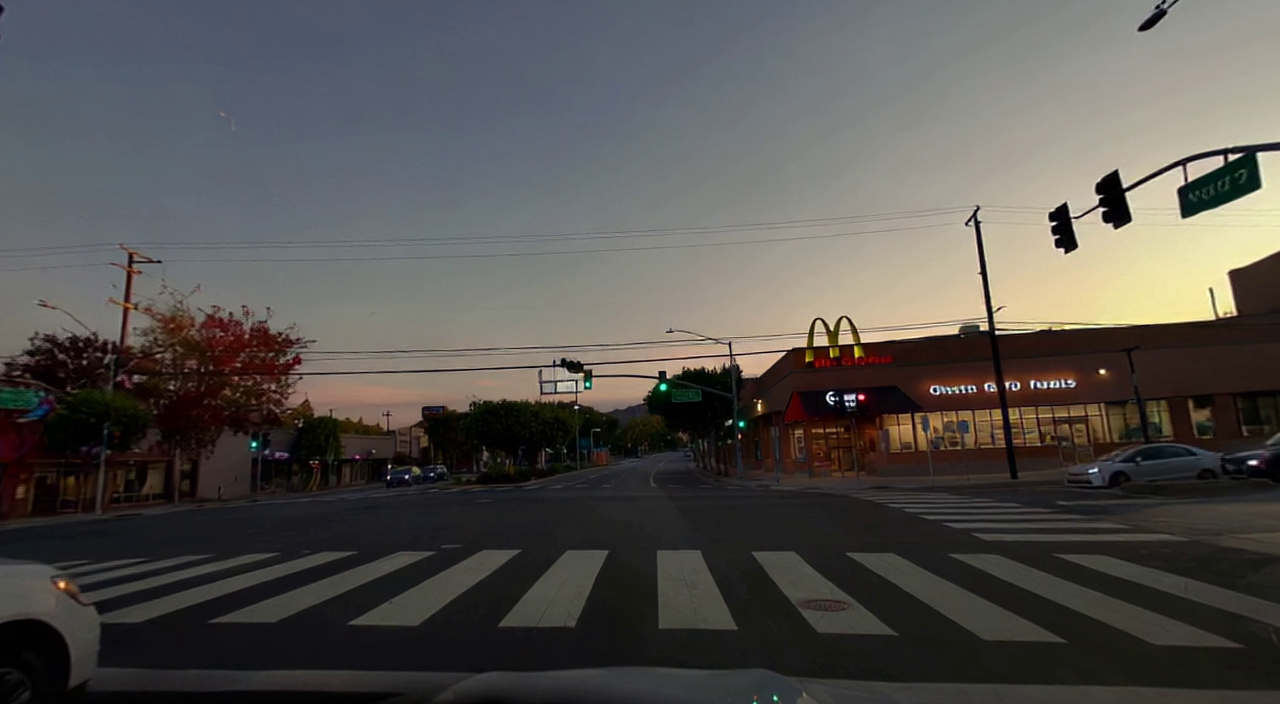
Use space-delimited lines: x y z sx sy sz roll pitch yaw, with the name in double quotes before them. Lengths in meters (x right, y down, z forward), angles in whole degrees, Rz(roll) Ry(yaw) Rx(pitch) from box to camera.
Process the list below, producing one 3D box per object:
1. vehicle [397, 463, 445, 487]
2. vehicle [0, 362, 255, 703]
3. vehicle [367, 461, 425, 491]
"vehicle" -15.734 8.832 45.417 1.931 1.471 4.152 0 -9 0
"vehicle" -3.412 0.731 1.404 2.081 1.644 4.523 0 -9 2
"vehicle" -19.200 9.755 49.815 2.227 2.033 5.614 0 -9 1
